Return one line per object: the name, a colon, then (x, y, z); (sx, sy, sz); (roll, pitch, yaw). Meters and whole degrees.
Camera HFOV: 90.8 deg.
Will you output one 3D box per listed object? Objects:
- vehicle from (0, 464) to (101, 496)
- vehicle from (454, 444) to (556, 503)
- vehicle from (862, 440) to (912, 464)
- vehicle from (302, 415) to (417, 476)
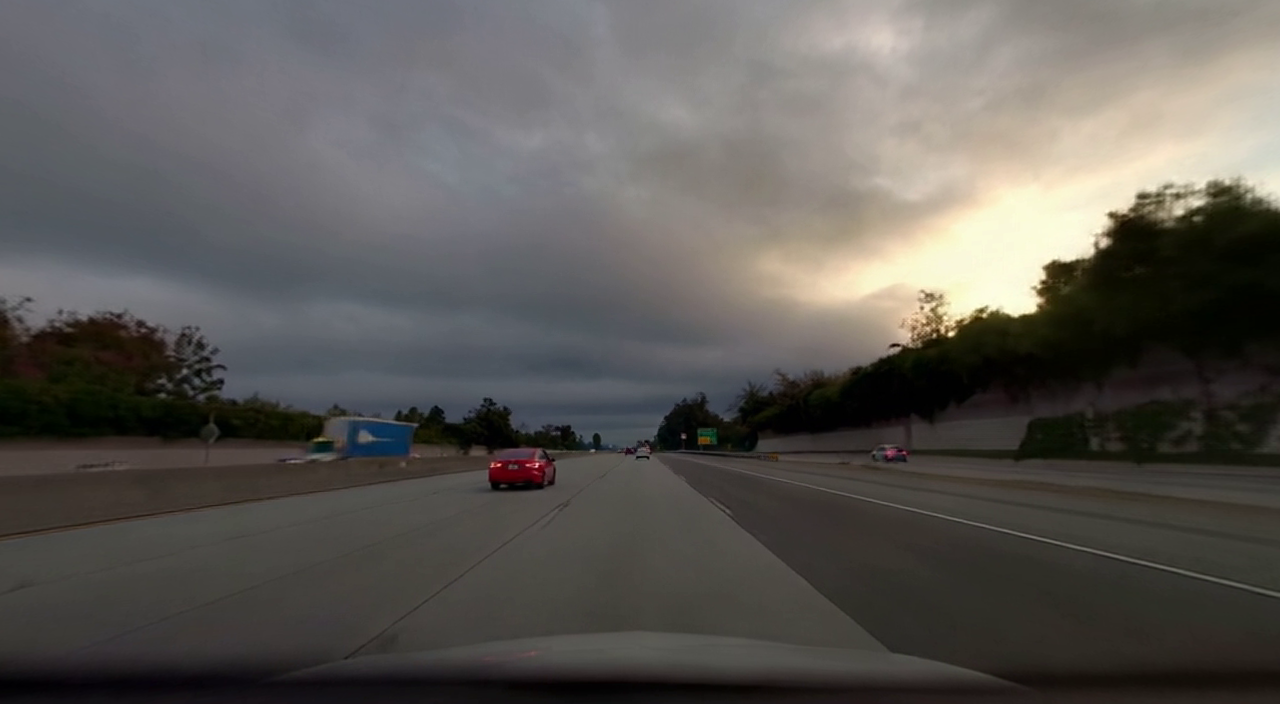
vehicle: (-31.372, 6.693, 33.324); (1.998, 1.470, 4.302); (0, -9, -2)
vehicle: (-3.676, 3.400, 18.090); (1.873, 1.438, 4.546); (0, -9, 1)
vehicle: (18.504, 7.502, 47.410); (1.925, 1.648, 4.367); (0, -9, -1)
vehicle: (-20.471, 7.054, 47.365); (3.002, 3.888, 12.377); (0, -9, 0)
